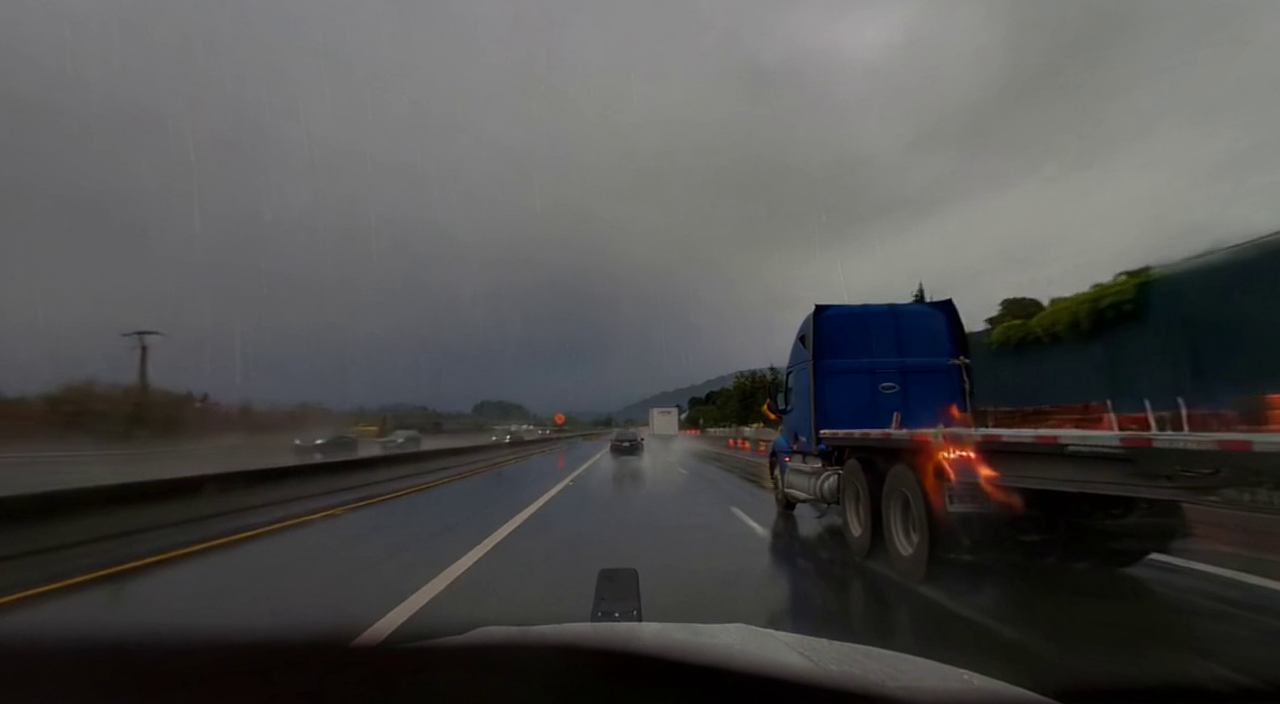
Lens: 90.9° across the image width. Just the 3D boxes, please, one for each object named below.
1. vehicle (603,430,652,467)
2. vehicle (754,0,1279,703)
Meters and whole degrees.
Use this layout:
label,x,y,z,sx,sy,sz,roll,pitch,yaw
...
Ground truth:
label,x,y,z,sx,sy,sz,roll,pitch,yaw
vehicle,-0.534,4.088,26.975,1.929,1.469,3.677,0,-8,-1
vehicle,3.541,0.171,5.091,2.919,3.634,10.888,0,-8,-1
